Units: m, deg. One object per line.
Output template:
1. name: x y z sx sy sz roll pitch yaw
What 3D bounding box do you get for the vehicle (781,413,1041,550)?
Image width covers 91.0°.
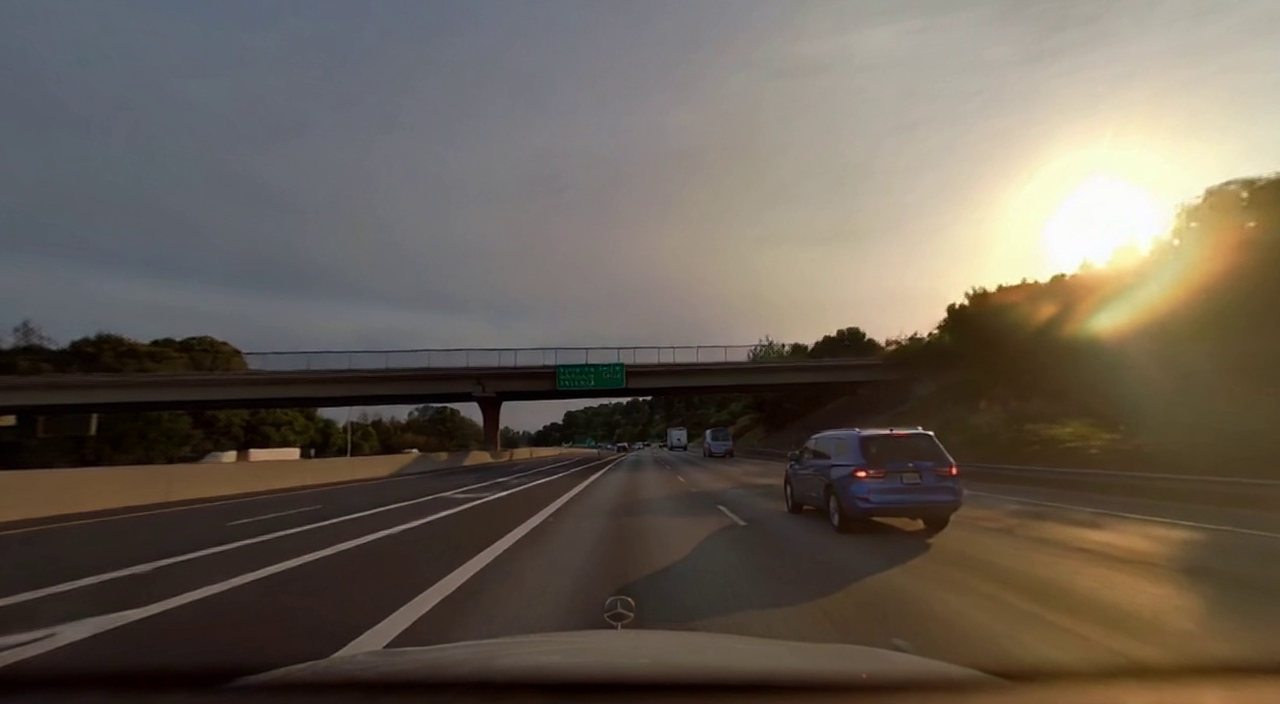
1. vehicle: 3.924 1.959 10.208 2.148 1.691 4.443 0 -9 -1
